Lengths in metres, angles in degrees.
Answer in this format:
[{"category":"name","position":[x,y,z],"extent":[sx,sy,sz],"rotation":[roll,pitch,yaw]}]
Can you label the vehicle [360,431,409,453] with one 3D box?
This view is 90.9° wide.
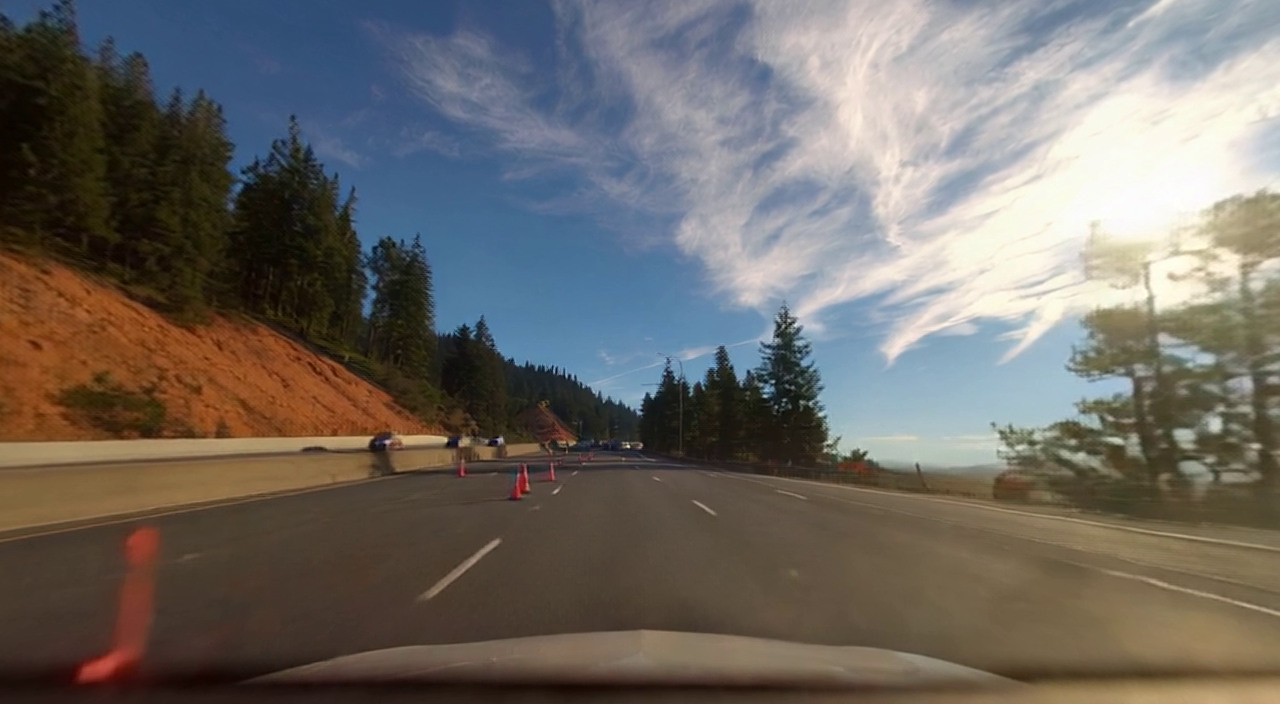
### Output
[{"category":"vehicle","position":[-20.069,7.102,49.748],"extent":[1.971,1.640,4.581],"rotation":[0,-9,-1]}]
